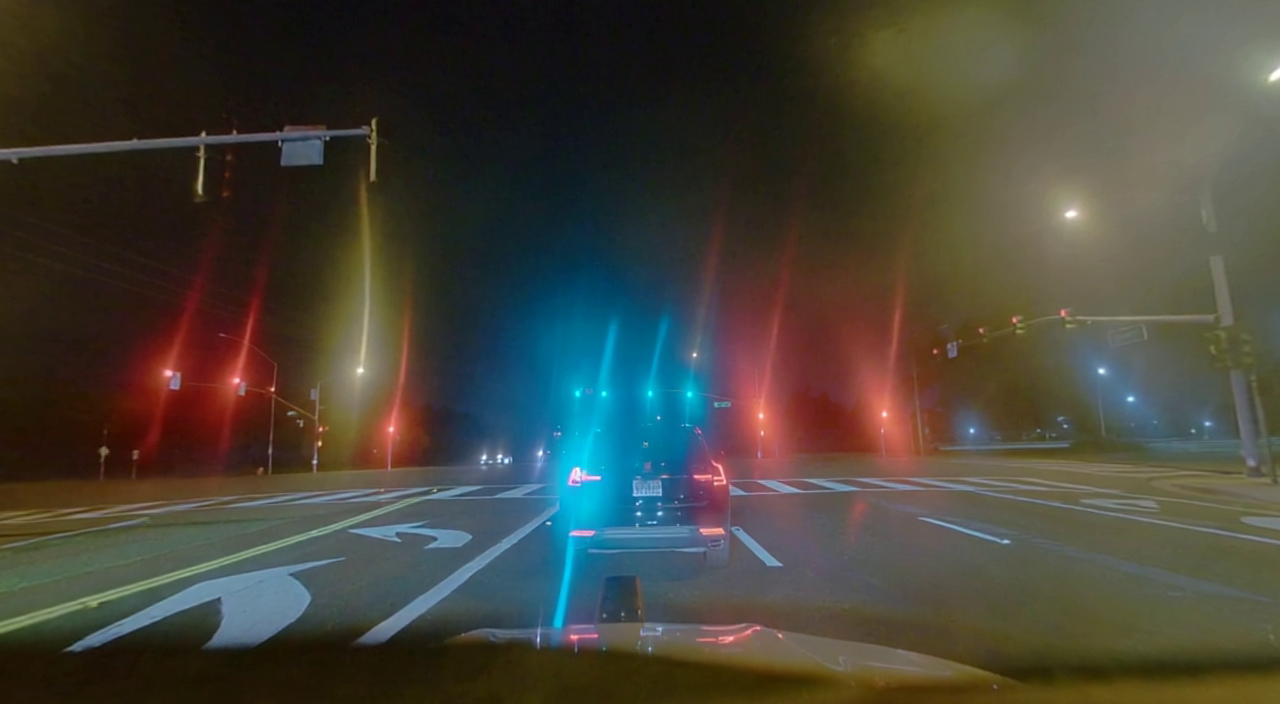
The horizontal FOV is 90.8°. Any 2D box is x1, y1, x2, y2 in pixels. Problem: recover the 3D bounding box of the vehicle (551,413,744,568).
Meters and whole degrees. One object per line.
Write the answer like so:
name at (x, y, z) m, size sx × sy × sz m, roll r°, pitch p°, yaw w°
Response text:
vehicle at (0.045, 1.755, 8.710) m, size 2.027 × 1.626 × 3.942 m, roll 0°, pitch -8°, yaw -1°
